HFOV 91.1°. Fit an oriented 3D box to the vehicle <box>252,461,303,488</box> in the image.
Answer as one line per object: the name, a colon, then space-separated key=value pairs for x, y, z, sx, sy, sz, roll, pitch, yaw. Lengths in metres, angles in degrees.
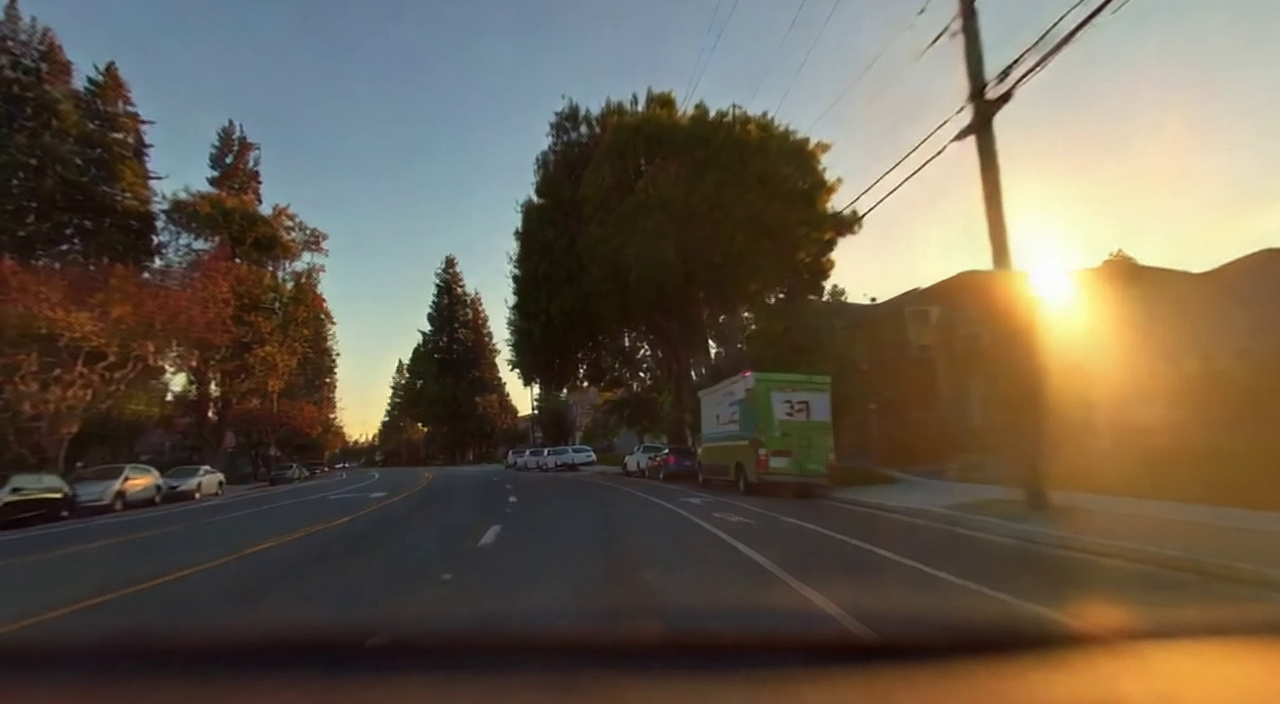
vehicle: x=-24.433 y=8.228 z=42.486 sx=1.949 sy=1.456 sz=4.497 roll=2 pitch=-7 yaw=-17

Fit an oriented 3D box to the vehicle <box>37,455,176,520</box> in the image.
vehicle: x=-18.041 y=4.516 z=21.507 sx=1.898 sy=1.838 sz=4.072 roll=0 pitch=-8 yaw=-14

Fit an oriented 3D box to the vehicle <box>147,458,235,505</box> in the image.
vehicle: x=-20.247 y=5.800 z=28.500 sx=1.934 sy=1.733 sz=3.921 roll=-1 pitch=-8 yaw=-15

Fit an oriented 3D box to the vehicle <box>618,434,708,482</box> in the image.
vehicle: x=0.831 y=4.639 z=27.867 sx=2.251 sy=1.868 sz=6.178 roll=2 pitch=-9 yaw=-15

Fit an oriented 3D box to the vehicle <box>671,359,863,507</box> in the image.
vehicle: x=3.086 y=2.389 z=18.095 sx=2.918 sy=3.319 sz=7.595 roll=1 pitch=-9 yaw=-9

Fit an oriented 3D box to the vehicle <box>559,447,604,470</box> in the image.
vehicle: x=-4.087 y=7.336 z=43.436 sx=2.041 sy=1.520 sz=4.674 roll=3 pitch=-9 yaw=-18
